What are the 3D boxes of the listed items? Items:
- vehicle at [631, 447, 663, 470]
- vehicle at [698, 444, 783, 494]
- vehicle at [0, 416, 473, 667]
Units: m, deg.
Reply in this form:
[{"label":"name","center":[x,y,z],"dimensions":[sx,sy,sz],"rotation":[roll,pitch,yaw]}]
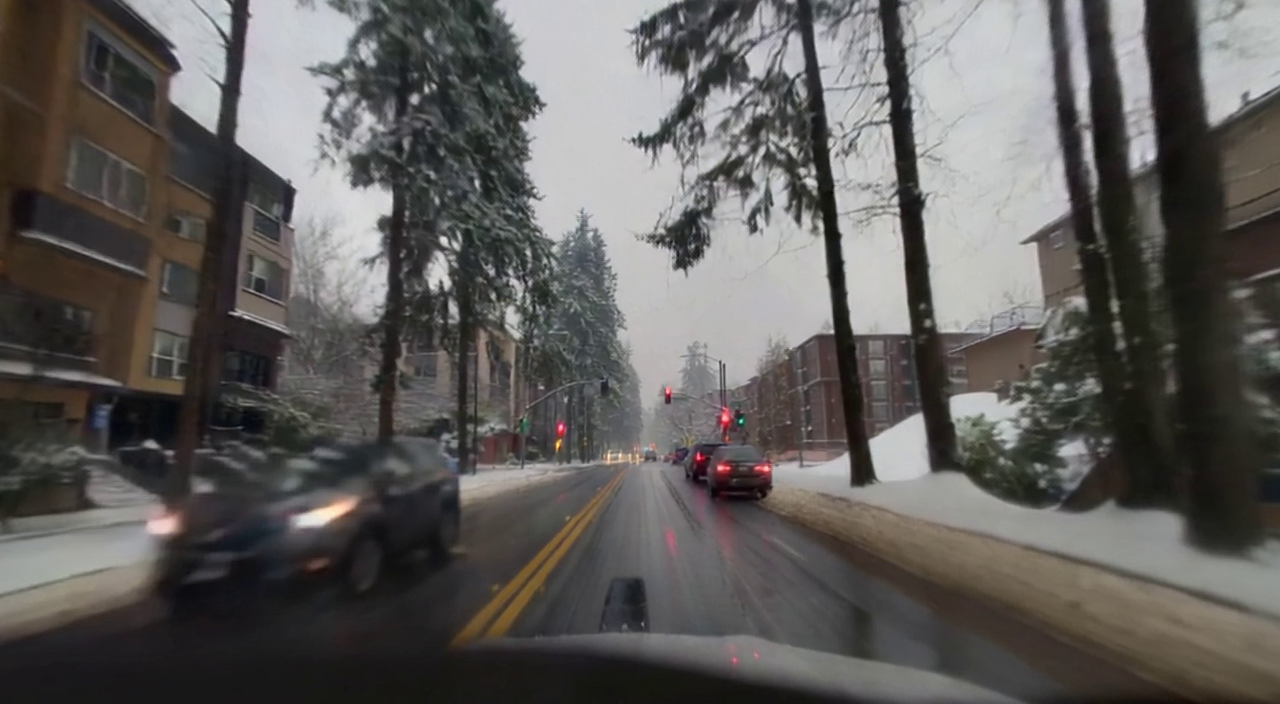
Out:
[{"label":"vehicle","center":[0.403,7.212,43.045],"dimensions":[2.097,1.463,4.043],"rotation":[0,-9,-1]},{"label":"vehicle","center":[3.239,3.886,21.397],"dimensions":[2.078,1.488,4.741],"rotation":[0,-9,0]},{"label":"vehicle","center":[-3.197,1.545,6.204],"dimensions":[1.954,1.618,4.050],"rotation":[0,-9,1]}]
